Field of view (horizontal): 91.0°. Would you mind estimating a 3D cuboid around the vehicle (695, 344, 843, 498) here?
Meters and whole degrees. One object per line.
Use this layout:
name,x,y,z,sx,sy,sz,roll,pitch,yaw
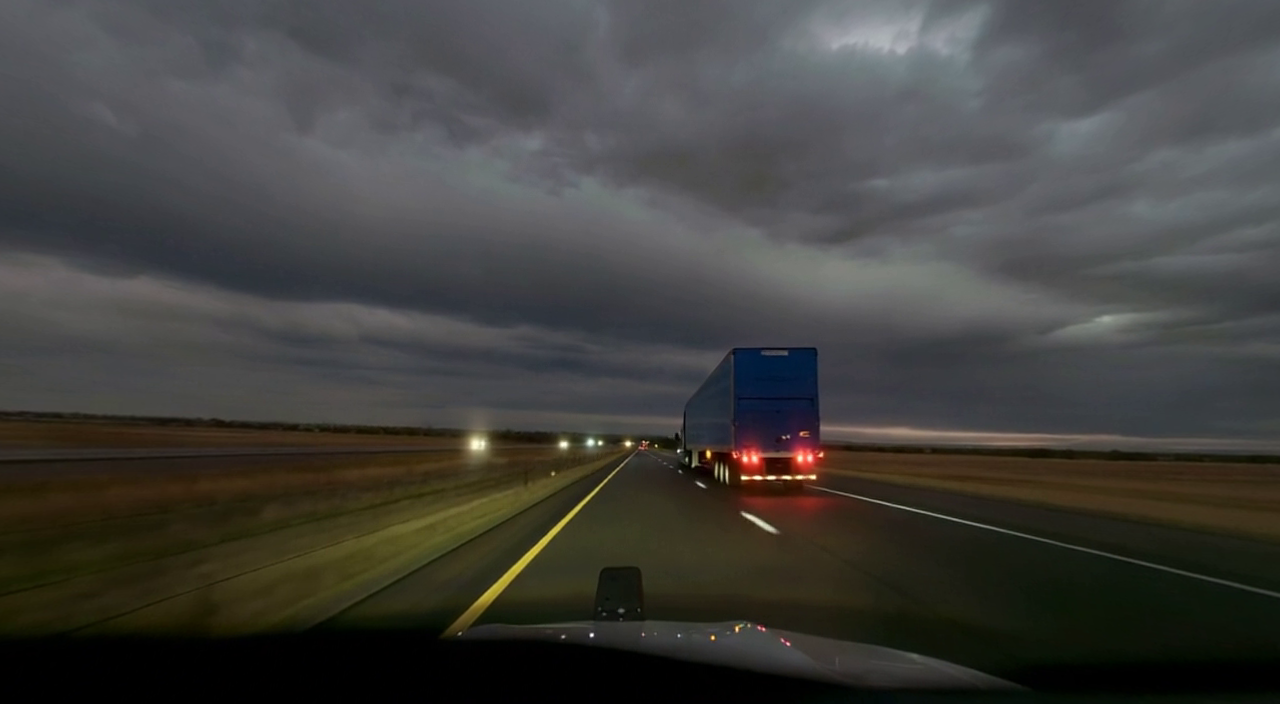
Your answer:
vehicle,4.066,2.864,23.752,2.818,4.206,12.987,0,-9,0
